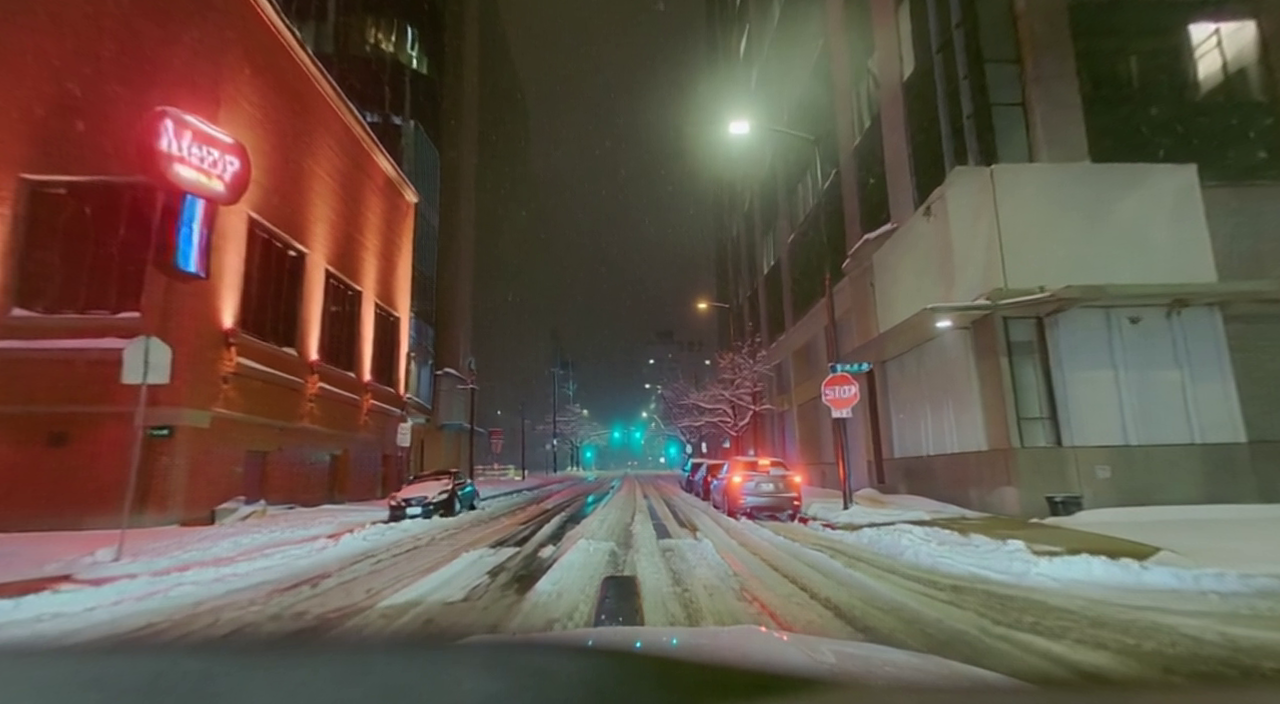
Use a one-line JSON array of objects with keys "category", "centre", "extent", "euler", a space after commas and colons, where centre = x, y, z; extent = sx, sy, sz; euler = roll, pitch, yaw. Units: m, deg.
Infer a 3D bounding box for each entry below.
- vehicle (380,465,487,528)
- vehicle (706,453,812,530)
[{"category": "vehicle", "centre": [-5.655, 3.977, 17.829], "extent": [1.864, 1.447, 3.887], "euler": [0, -9, -2]}, {"category": "vehicle", "centre": [2.947, 3.535, 16.640], "extent": [1.917, 1.680, 4.500], "euler": [0, -9, 0]}]
